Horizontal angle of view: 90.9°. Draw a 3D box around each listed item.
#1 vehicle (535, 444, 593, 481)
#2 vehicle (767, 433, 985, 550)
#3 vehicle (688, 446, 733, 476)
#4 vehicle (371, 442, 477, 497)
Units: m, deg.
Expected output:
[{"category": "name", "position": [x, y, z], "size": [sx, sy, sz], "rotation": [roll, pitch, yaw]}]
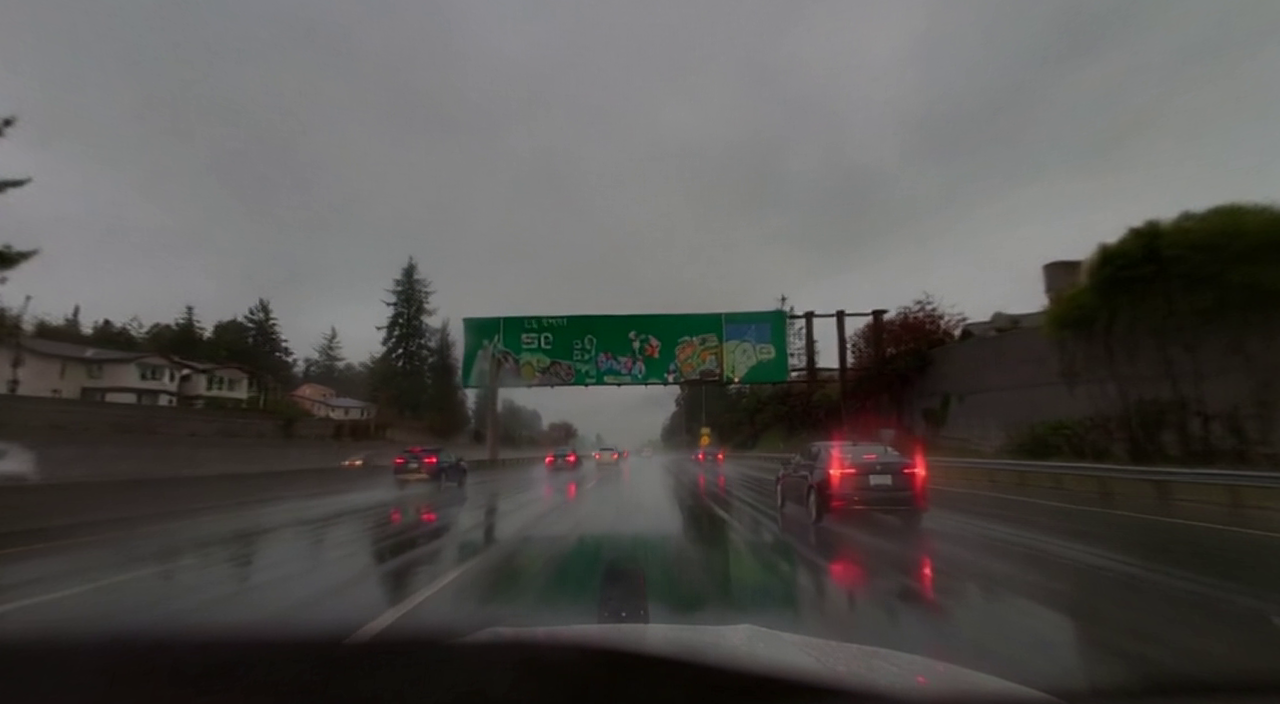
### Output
[{"category": "vehicle", "position": [-3.458, 5.136, 29.637], "size": [2.136, 1.571, 4.285], "rotation": [0, -8, 1]}, {"category": "vehicle", "position": [3.523, 2.137, 10.425], "size": [1.912, 1.509, 4.291], "rotation": [0, -8, 0]}, {"category": "vehicle", "position": [3.595, 5.662, 32.913], "size": [1.854, 1.438, 3.954], "rotation": [0, -8, 0]}, {"category": "vehicle", "position": [-7.283, 3.961, 21.754], "size": [2.057, 1.681, 4.277], "rotation": [0, -8, 1]}]
